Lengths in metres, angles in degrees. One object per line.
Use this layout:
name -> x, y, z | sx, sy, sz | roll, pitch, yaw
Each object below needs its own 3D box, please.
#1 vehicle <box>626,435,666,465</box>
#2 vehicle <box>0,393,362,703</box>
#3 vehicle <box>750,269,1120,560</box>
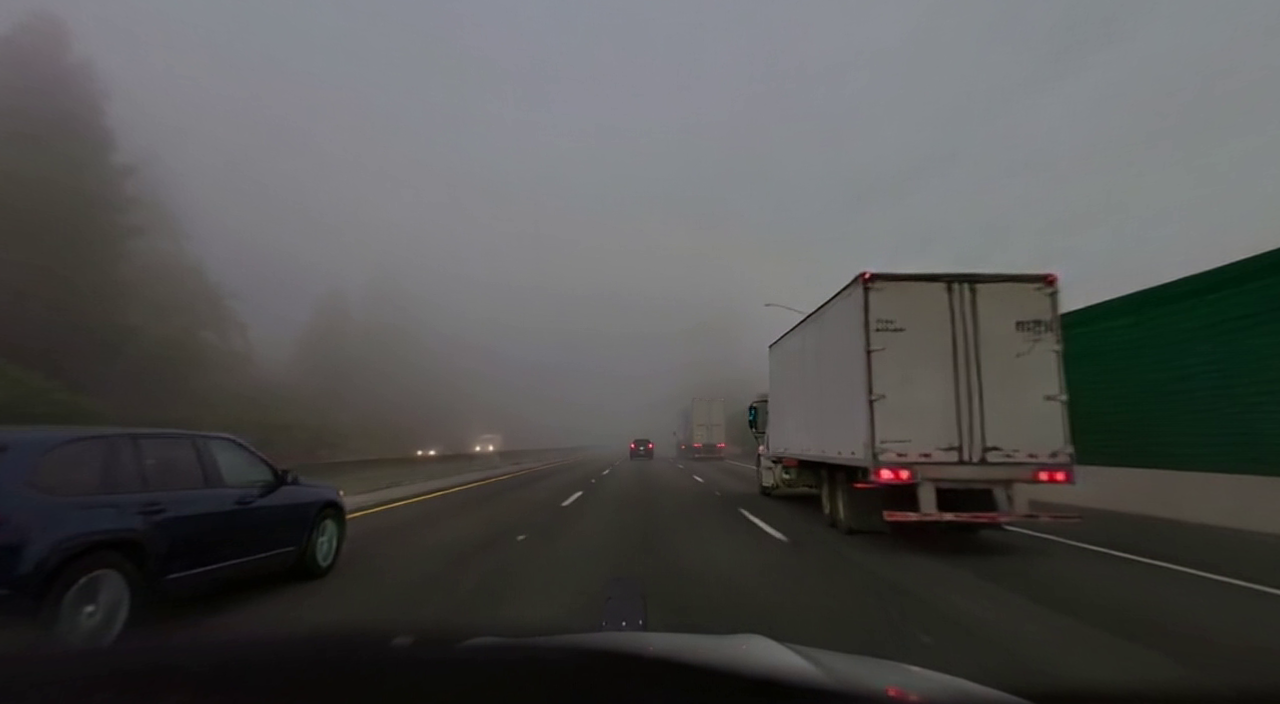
vehicle -> 0.358, 6.147, 39.601 | 2.389, 1.760, 4.473 | 0, -8, 0
vehicle -> -3.755, 1.120, 4.078 | 1.988, 1.488, 4.113 | 0, -8, 1
vehicle -> 4.085, 1.260, 11.446 | 2.742, 3.383, 8.285 | 0, -8, 1
